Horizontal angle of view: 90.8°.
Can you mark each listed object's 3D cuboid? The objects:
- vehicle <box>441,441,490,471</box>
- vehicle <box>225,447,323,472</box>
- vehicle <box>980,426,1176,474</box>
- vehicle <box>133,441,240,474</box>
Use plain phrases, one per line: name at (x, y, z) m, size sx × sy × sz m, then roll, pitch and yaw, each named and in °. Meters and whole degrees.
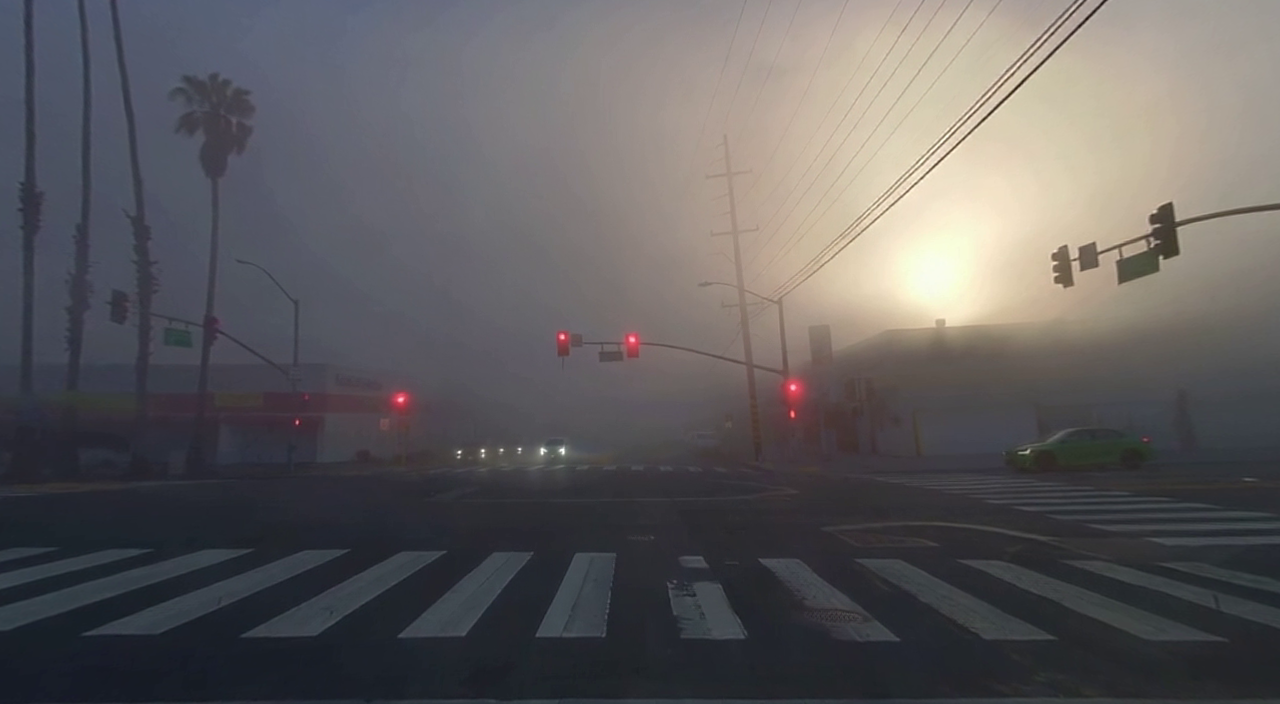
vehicle at (-11.942, 7.112, 43.539) m, size 2.016 × 1.717 × 4.287 m, roll 0°, pitch -6°, yaw 1°
vehicle at (-22.290, 6.552, 38.610) m, size 4.849 × 1.444 × 1.881 m, roll -1°, pitch -8°, yaw 1°
vehicle at (14.331, 3.251, 20.962) m, size 4.918 × 1.479 × 1.897 m, roll -1°, pitch -8°, yaw 7°
vehicle at (-25.904, 6.048, 36.214) m, size 4.613 × 1.820 × 2.021 m, roll -1°, pitch -8°, yaw 4°
